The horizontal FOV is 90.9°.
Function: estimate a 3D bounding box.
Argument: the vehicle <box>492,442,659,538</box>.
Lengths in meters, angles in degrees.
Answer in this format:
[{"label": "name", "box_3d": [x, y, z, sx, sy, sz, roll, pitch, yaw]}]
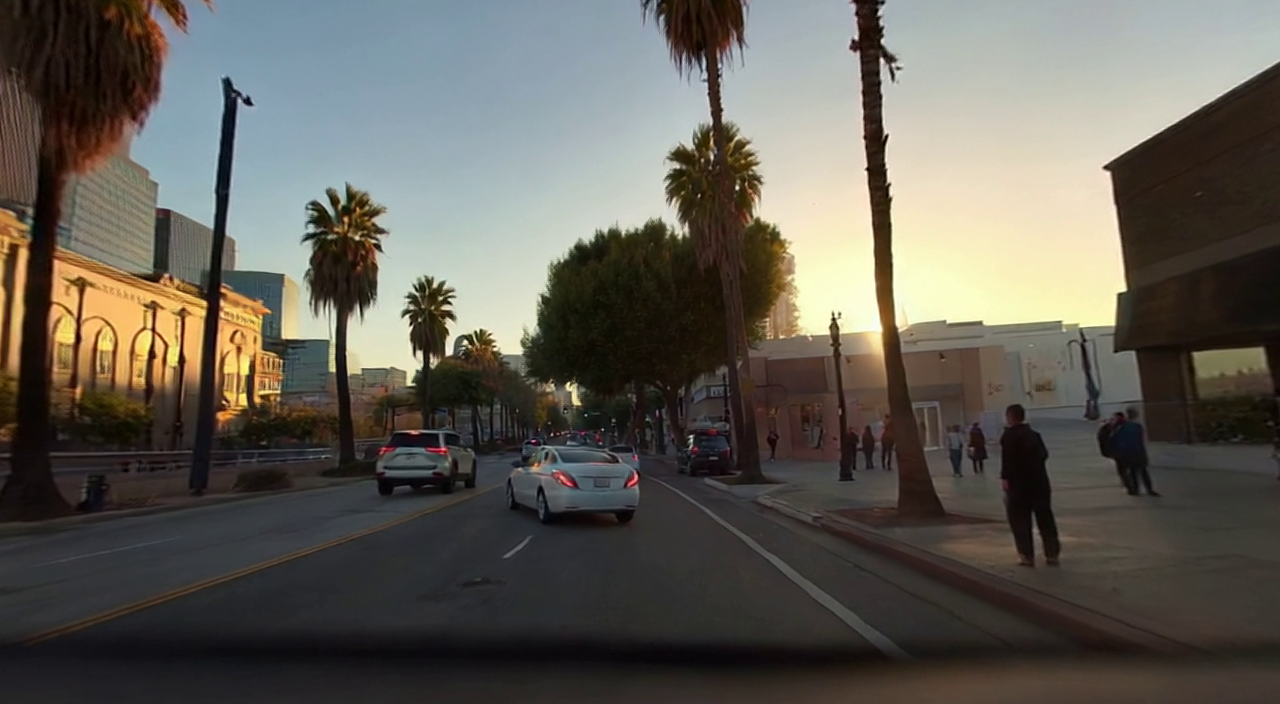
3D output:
[{"label": "vehicle", "box_3d": [-1.490, 2.532, 12.372, 1.930, 1.477, 4.657, 3, -9, -23]}]

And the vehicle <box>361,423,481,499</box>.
[{"label": "vehicle", "box_3d": [-6.630, 3.366, 19.864, 2.164, 2.047, 5.455, 0, -9, -4]}]

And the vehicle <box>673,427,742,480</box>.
[{"label": "vehicle", "box_3d": [2.976, 4.657, 29.136, 2.126, 2.167, 5.098, 1, -9, -6]}]
